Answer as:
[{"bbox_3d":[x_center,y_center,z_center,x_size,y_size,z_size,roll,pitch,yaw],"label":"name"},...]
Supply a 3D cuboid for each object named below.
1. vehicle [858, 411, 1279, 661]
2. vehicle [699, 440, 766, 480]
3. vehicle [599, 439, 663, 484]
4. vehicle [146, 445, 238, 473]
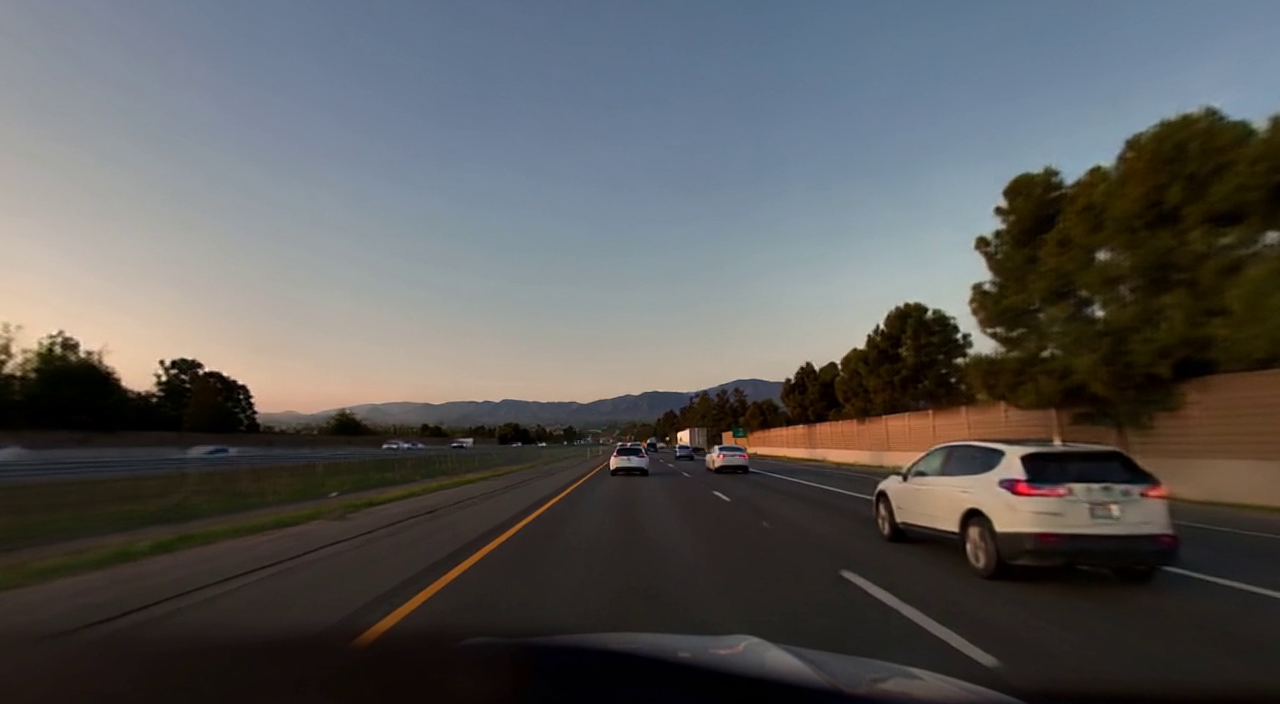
[{"bbox_3d":[3.860,1.429,6.009,1.949,1.493,4.272,0,-8,-1],"label":"vehicle"},{"bbox_3d":[3.576,4.273,25.191,1.957,1.447,4.241,0,-8,-1],"label":"vehicle"},{"bbox_3d":[-0.329,3.877,22.624,2.085,1.449,3.860,0,-9,-1],"label":"vehicle"},{"bbox_3d":[-24.499,5.849,34.640,1.799,1.459,4.427,0,-9,0],"label":"vehicle"}]
